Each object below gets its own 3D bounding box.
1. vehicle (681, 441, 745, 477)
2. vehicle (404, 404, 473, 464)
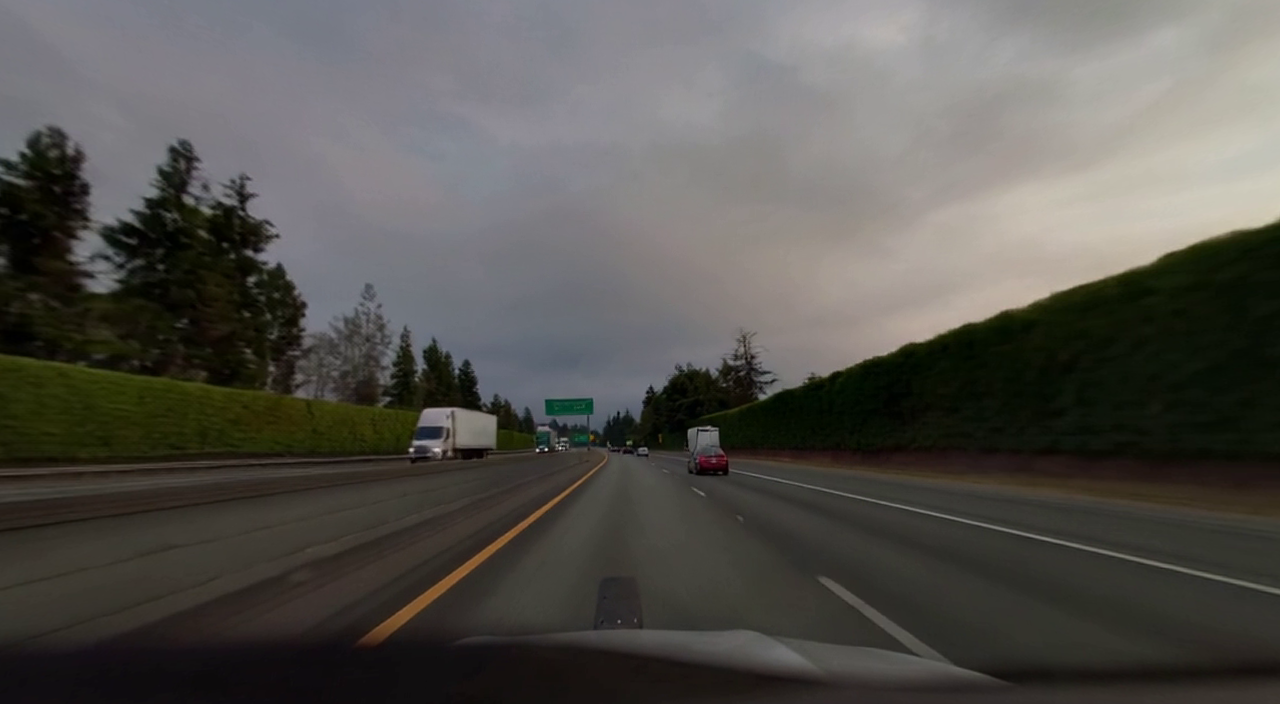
[{"bbox_3d":[3.291,4.939,29.117,2.244,1.498,4.338,0,-9,-3],"label":"vehicle"},{"bbox_3d":[-14.241,5.909,44.821,2.974,3.986,5.874,0,-8,-1],"label":"vehicle"}]
